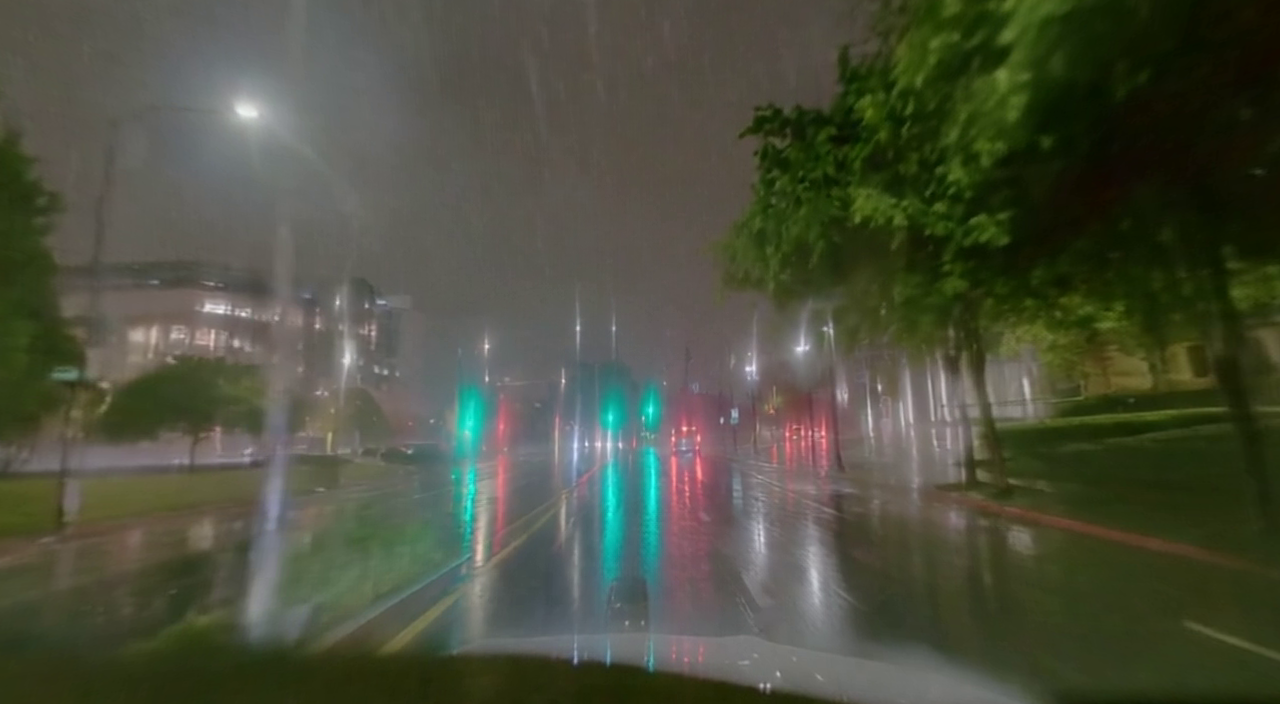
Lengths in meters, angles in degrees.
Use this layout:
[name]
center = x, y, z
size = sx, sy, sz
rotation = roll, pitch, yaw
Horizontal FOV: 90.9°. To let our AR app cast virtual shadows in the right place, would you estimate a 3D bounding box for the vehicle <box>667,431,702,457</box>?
[vehicle]
center = 3.041, 6.395, 43.884
size = 2.129, 1.719, 4.205
rotation = 0, -8, 0
